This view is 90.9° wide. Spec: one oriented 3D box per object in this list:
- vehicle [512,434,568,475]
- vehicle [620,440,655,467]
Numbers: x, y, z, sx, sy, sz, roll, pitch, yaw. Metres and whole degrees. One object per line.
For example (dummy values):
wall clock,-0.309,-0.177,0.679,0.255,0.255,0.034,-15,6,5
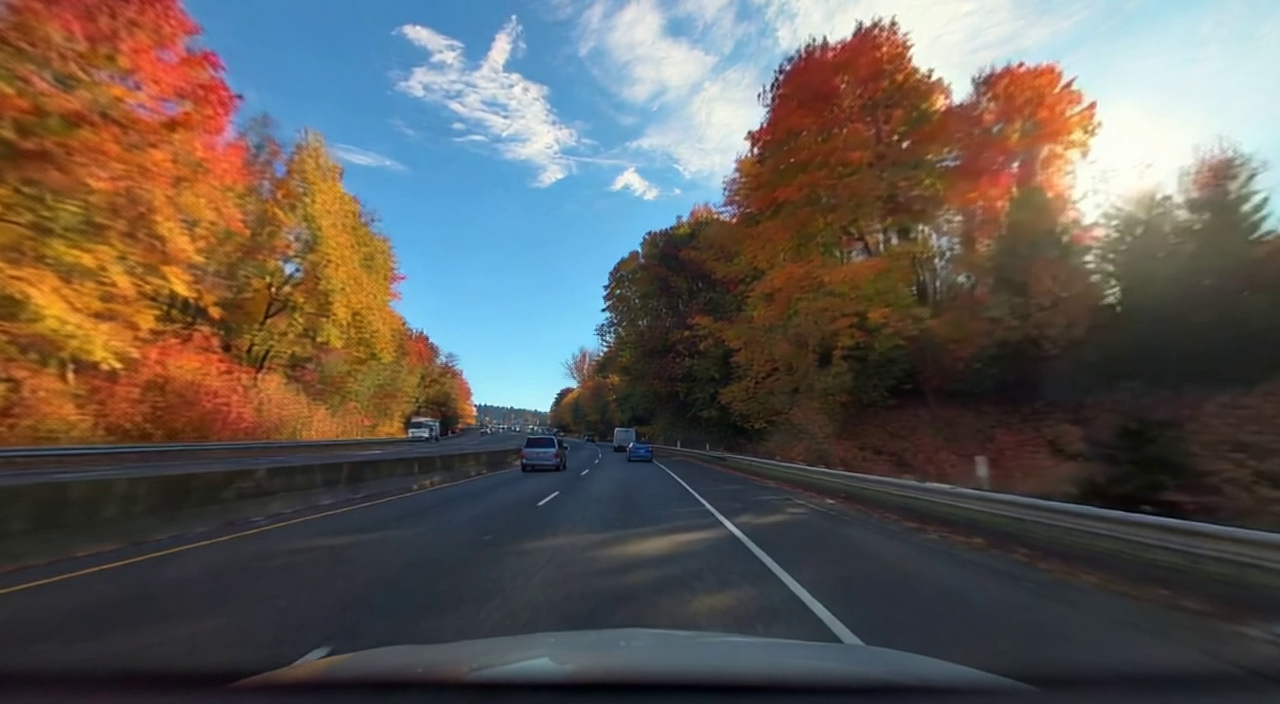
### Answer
vehicle,-4.493,4.656,28.815,1.924,1.720,4.195,0,-8,-1
vehicle,-0.205,6.029,37.652,1.939,1.497,3.863,0,-8,-2
